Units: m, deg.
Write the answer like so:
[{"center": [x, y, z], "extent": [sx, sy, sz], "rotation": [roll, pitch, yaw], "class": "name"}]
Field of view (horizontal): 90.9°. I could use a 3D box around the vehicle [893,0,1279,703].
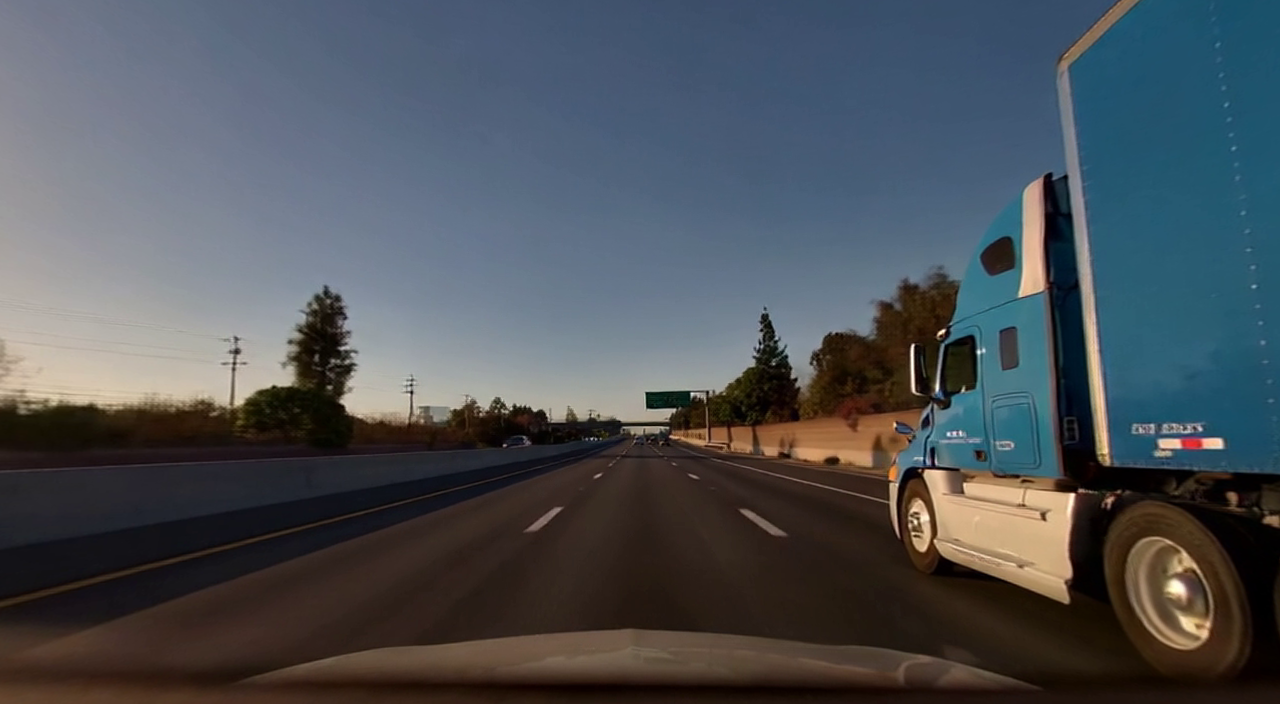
[{"center": [4.081, -0.391, 1.554], "extent": [3.012, 3.768, 8.945], "rotation": [0, -8, -1], "class": "vehicle"}]
